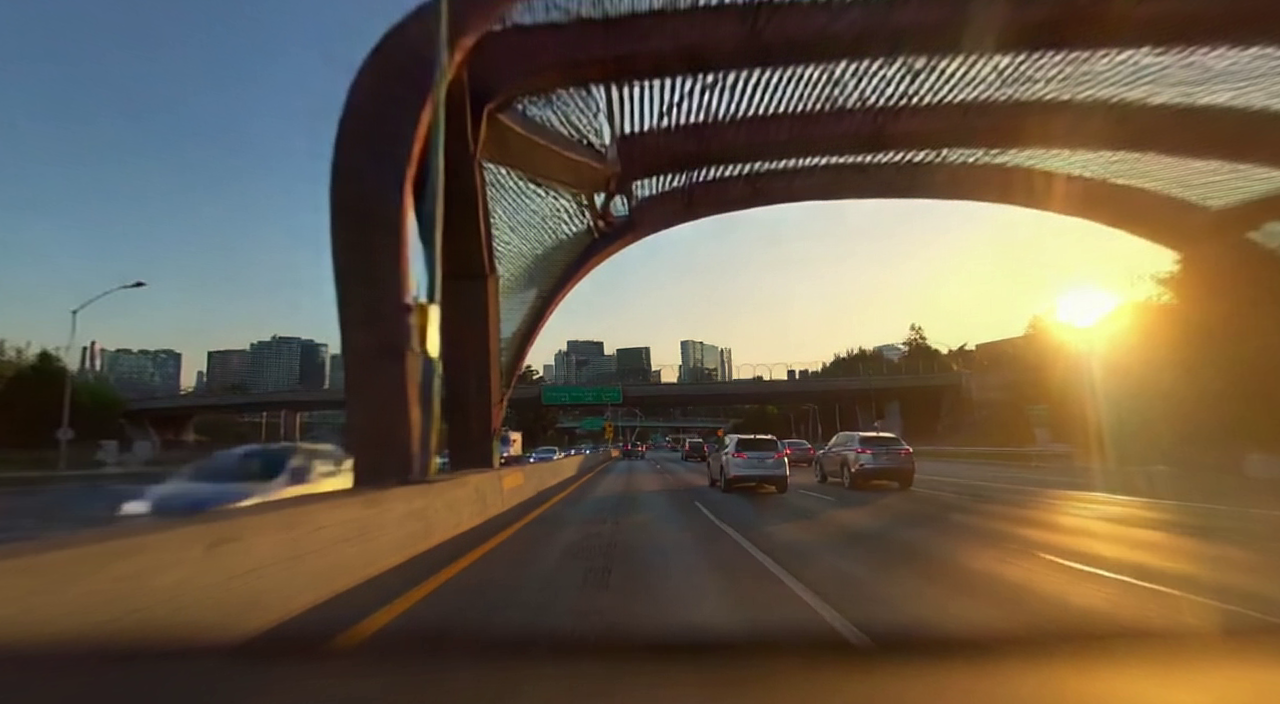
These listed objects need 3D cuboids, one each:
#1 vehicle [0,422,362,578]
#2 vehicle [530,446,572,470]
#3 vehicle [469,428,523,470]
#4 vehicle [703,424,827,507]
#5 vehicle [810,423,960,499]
[{"bbox_3d":[-5.915,1.902,8.957,2.019,1.633,4.367,0,-9,-1],"label":"vehicle"},{"bbox_3d":[-5.737,6.855,41.191,2.026,1.474,4.578,0,-9,0],"label":"vehicle"},{"bbox_3d":[-10.162,6.944,45.205,2.307,2.726,6.596,0,-9,0],"label":"vehicle"},{"bbox_3d":[2.856,2.712,15.513,2.059,1.711,4.302,0,-9,-1],"label":"vehicle"},{"bbox_3d":[6.522,2.973,17.606,2.040,1.801,4.959,0,-9,-2],"label":"vehicle"}]
